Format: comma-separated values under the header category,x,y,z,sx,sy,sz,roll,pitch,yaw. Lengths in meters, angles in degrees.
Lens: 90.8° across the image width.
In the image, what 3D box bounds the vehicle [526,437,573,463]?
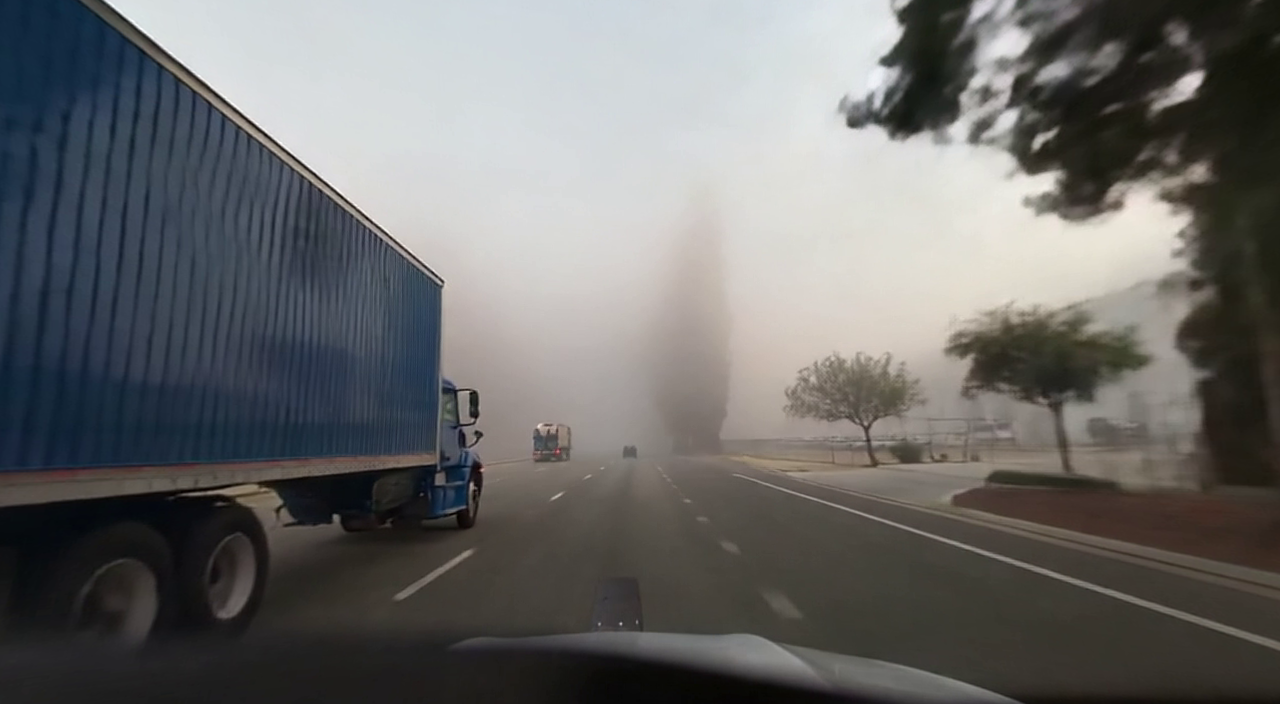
category,x,y,z,sx,sy,sz,roll,pitch,yaw
vehicle,-6.999,7.691,49.818,2.743,1.832,7.257,0,-8,0

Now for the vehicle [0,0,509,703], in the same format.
category,x,y,z,sx,sy,sz,roll,pitch,yaw
vehicle,-3.501,0.318,5.217,2.910,3.419,8.376,0,-8,1
